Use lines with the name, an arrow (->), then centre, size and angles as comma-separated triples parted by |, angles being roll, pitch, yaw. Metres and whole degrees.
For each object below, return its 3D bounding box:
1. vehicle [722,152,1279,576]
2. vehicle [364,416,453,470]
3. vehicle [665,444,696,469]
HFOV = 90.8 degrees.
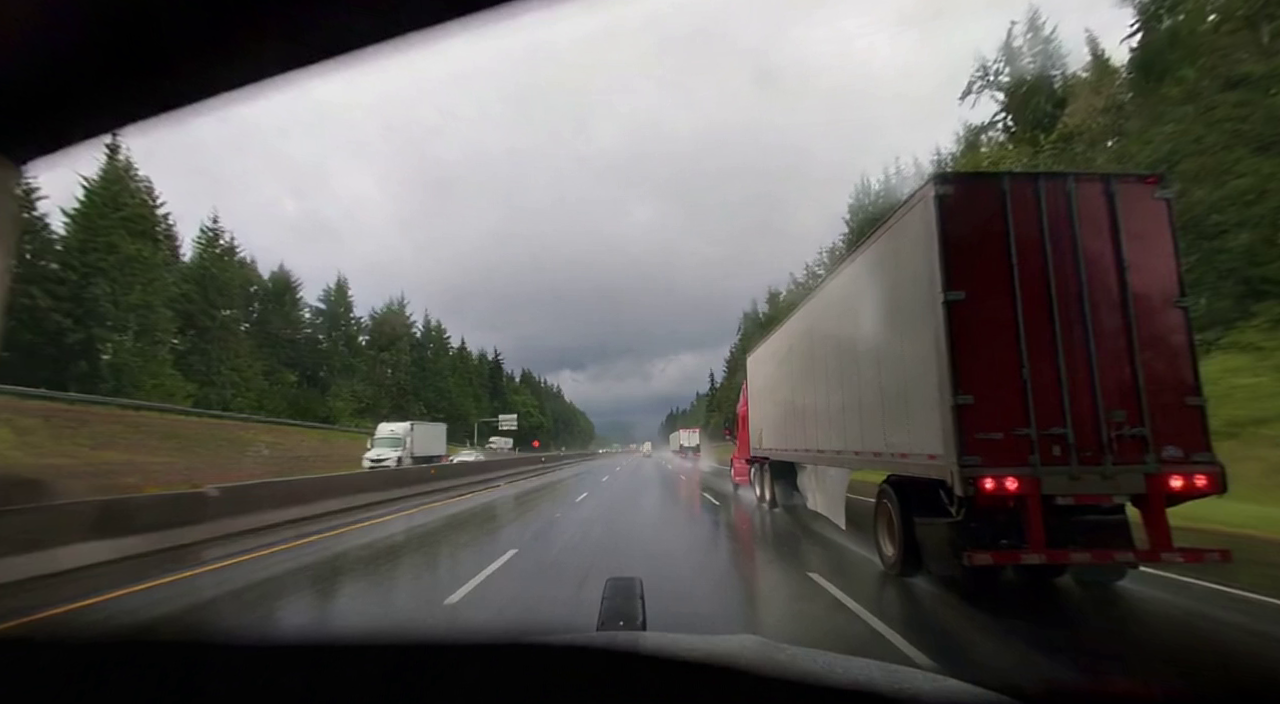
vehicle -> 4.690, 1.307, 14.930 | 3.115, 4.407, 17.026 | 0, -9, 0
vehicle -> -15.629, 6.306, 43.441 | 3.020, 3.309, 8.280 | 0, -9, 0
vehicle -> 2.787, 7.294, 44.232 | 2.019, 1.601, 3.953 | -1, -9, 2
